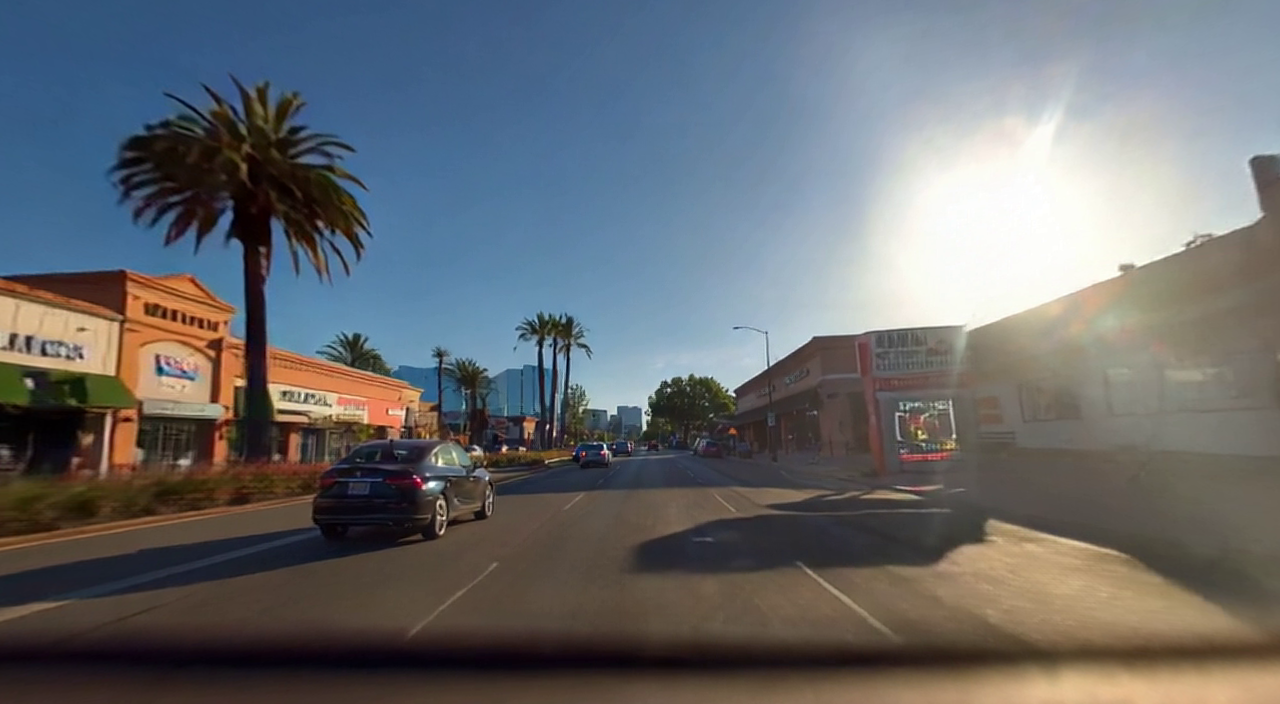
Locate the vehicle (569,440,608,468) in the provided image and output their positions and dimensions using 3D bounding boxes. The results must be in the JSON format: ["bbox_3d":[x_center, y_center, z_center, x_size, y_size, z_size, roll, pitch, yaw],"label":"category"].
[{"bbox_3d":[-3.226,6.484,40.231,2.024,1.636,4.121,0,-9,1],"label":"vehicle"}]

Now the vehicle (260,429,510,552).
[{"bbox_3d":[-3.626,2.052,10.074,2.032,1.511,4.424,0,-9,2],"label":"vehicle"}]
